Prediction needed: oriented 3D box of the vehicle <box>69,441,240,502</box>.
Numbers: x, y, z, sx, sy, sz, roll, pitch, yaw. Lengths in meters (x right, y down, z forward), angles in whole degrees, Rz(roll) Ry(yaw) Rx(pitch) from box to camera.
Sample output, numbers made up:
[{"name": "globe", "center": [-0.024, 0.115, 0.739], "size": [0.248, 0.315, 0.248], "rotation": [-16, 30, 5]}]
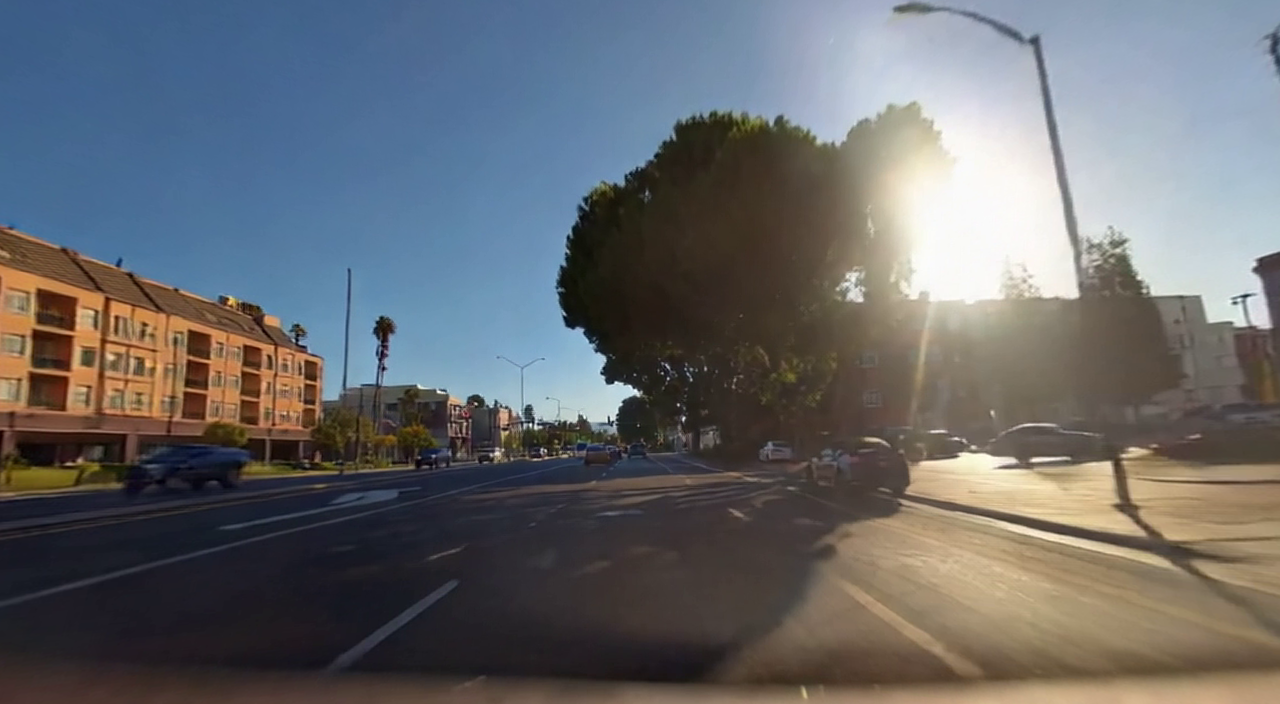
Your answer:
[{"name": "vehicle", "center": [-15.122, 3.699, 20.057], "size": [2.014, 1.700, 4.308], "rotation": [0, -8, -1]}]

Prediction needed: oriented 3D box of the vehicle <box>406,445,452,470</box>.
[{"name": "vehicle", "center": [-15.662, 7.797, 47.063], "size": [1.888, 1.744, 4.355], "rotation": [0, -8, 1]}]

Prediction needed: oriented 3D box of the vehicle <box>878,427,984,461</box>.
[{"name": "vehicle", "center": [14.914, 4.743, 32.570], "size": [4.527, 1.637, 1.887], "rotation": [0, -8, -1]}]

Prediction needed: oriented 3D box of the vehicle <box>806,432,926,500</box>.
[{"name": "vehicle", "center": [6.555, 3.337, 18.936], "size": [2.175, 1.770, 4.373], "rotation": [-1, -8, 3]}]

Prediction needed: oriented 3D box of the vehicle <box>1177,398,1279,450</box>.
[{"name": "vehicle", "center": [30.587, 3.637, 31.489], "size": [5.204, 2.465, 2.316], "rotation": [-1, -9, 5]}]

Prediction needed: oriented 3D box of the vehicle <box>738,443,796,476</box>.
[{"name": "vehicle", "center": [6.729, 5.712, 33.973], "size": [2.063, 1.631, 4.507], "rotation": [0, -8, -1]}]

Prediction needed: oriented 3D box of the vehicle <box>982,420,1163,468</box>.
[{"name": "vehicle", "center": [15.144, 3.265, 22.380], "size": [4.830, 1.605, 1.982], "rotation": [-1, -9, 4]}]

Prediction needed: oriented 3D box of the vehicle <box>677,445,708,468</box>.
[{"name": "vehicle", "center": [3.751, 7.569, 46.009], "size": [1.878, 1.534, 4.120], "rotation": [0, -8, 0]}]
